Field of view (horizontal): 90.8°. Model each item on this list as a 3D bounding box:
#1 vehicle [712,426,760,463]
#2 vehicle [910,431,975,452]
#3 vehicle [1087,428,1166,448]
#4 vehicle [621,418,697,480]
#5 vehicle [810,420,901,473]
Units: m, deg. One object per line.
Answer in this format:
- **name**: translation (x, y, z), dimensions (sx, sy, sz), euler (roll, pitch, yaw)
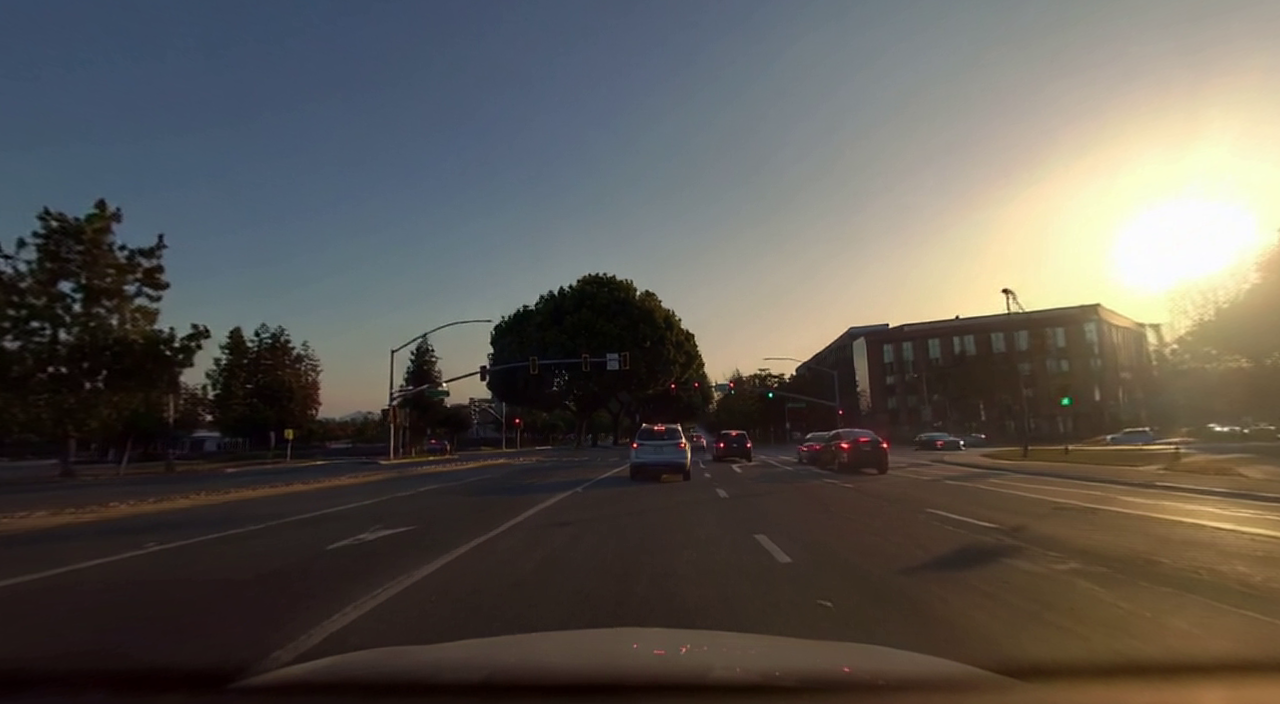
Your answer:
- **vehicle**: translation (4.865, 4.796, 32.559), dimensions (2.188, 1.774, 4.646), euler (-1, -9, 6)
- **vehicle**: translation (23.764, 7.014, 49.684), dimensions (4.482, 1.465, 1.831), euler (-3, -11, 29)
- **vehicle**: translation (37.575, 6.710, 48.915), dimensions (4.596, 1.468, 1.785), euler (-6, -11, 31)
- **vehicle**: translation (0.662, 3.191, 20.739), dimensions (2.211, 1.795, 4.179), euler (0, -9, 3)
- **vehicle**: translation (7.992, 3.594, 23.951), dimensions (2.074, 1.791, 4.393), euler (0, -9, 3)
